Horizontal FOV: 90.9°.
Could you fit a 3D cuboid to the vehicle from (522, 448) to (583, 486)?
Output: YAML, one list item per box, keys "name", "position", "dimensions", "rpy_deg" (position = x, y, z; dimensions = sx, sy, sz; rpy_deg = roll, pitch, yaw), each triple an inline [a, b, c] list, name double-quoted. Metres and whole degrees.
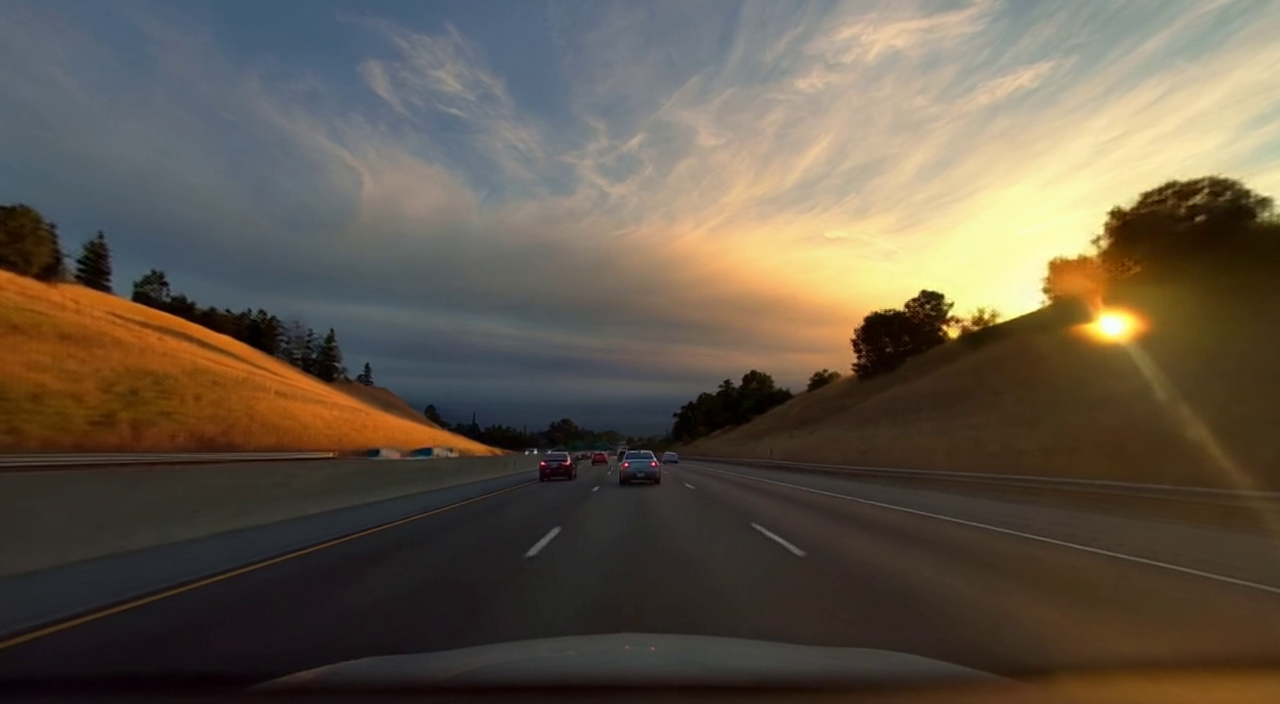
- name: "vehicle"
  position: [-3.888, 5.180, 28.779]
  dimensions: [2.153, 1.581, 4.375]
  rpy_deg: [0, -9, 0]

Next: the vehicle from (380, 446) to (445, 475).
- name: "vehicle"
  position: [-12.287, 5.884, 34.323]
  dimensions: [1.867, 1.457, 4.487]
  rpy_deg: [0, -9, 0]

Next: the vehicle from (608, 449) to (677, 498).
- name: "vehicle"
  position: [0.041, 3.886, 20.580]
  dimensions: [2.023, 1.400, 4.028]
  rpy_deg: [0, -9, -1]
